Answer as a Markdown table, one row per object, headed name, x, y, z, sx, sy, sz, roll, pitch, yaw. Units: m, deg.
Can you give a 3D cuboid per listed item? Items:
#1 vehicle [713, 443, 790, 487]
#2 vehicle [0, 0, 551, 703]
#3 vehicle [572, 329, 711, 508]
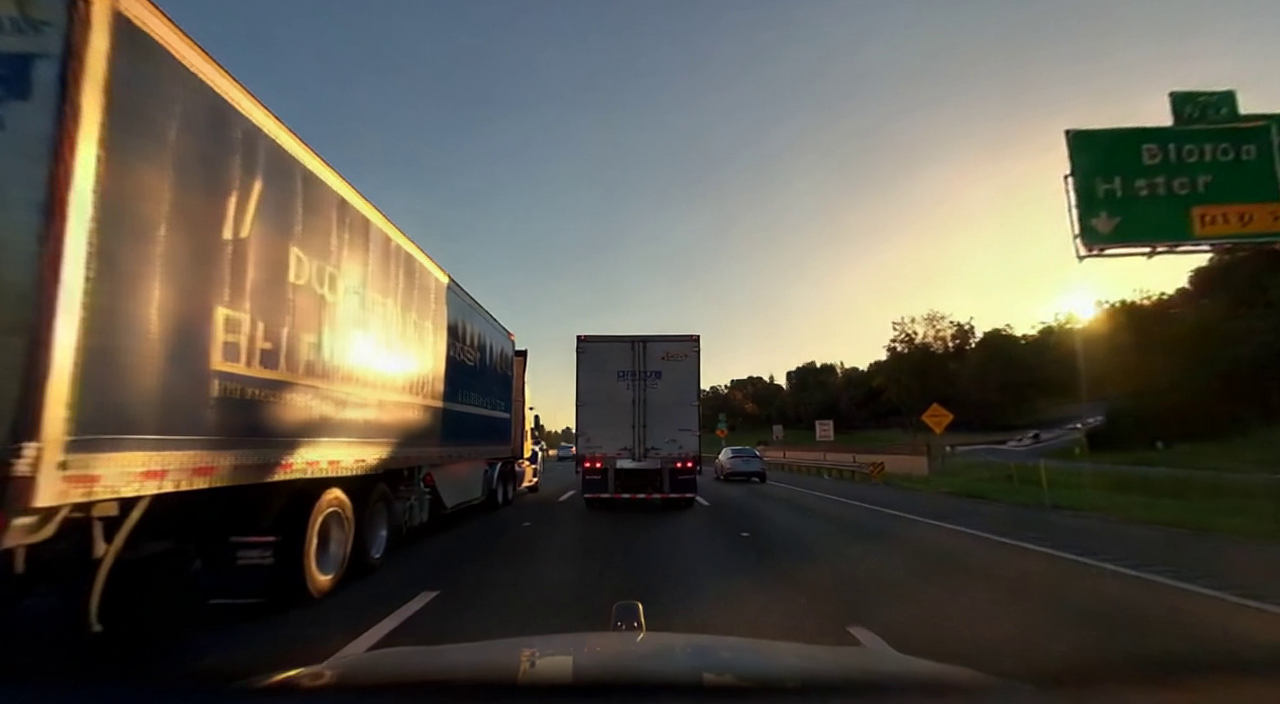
| name | x | y | z | sx | sy | sz | roll | pitch | yaw |
| --- | --- | --- | --- | --- | --- | --- | --- | --- | --- |
| vehicle | 4.040 | 4.151 | 23.594 | 2.010 | 1.446 | 4.579 | 0 | -9 | 0 |
| vehicle | -4.098 | 0.872 | 10.647 | 2.873 | 4.107 | 15.970 | 0 | -9 | 0 |
| vehicle | -0.008 | 2.120 | 18.405 | 2.910 | 3.828 | 9.805 | 0 | -9 | 0 |
